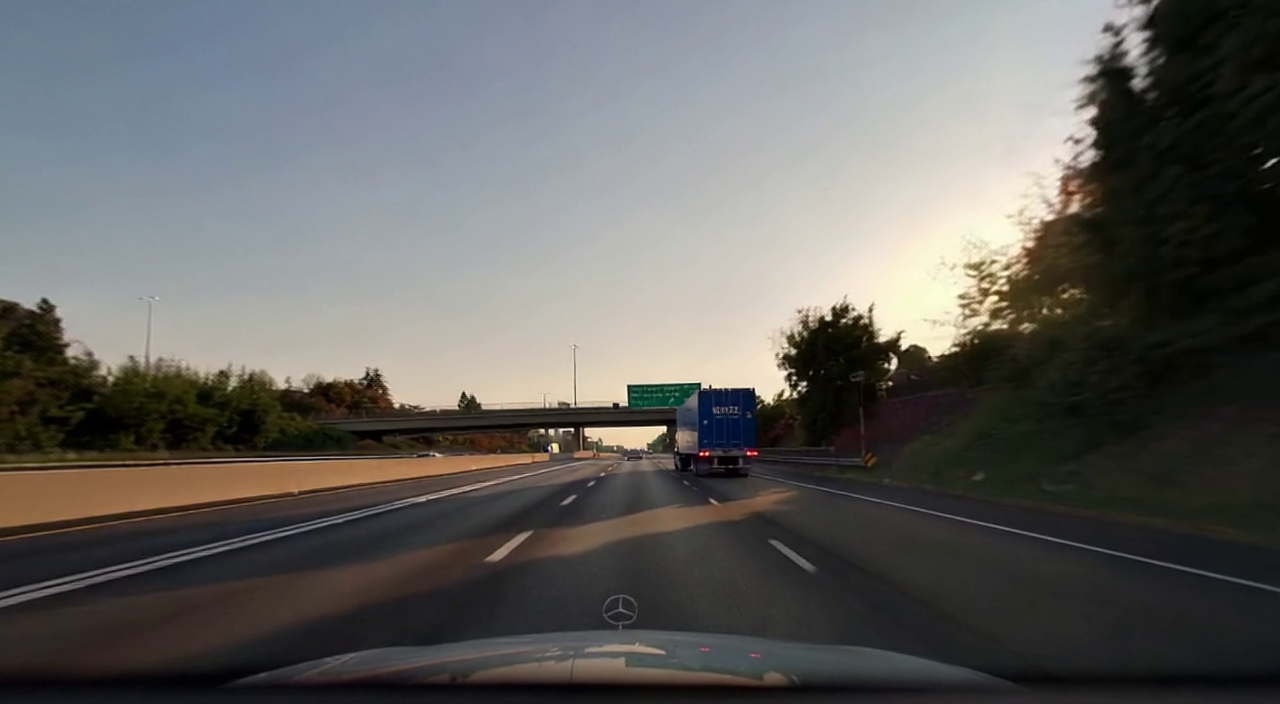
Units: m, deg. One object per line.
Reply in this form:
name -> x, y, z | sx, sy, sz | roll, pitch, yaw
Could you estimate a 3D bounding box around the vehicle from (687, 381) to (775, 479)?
vehicle -> 4.076, 3.904, 30.269 | 2.869, 4.013, 8.610 | 0, -9, 0
